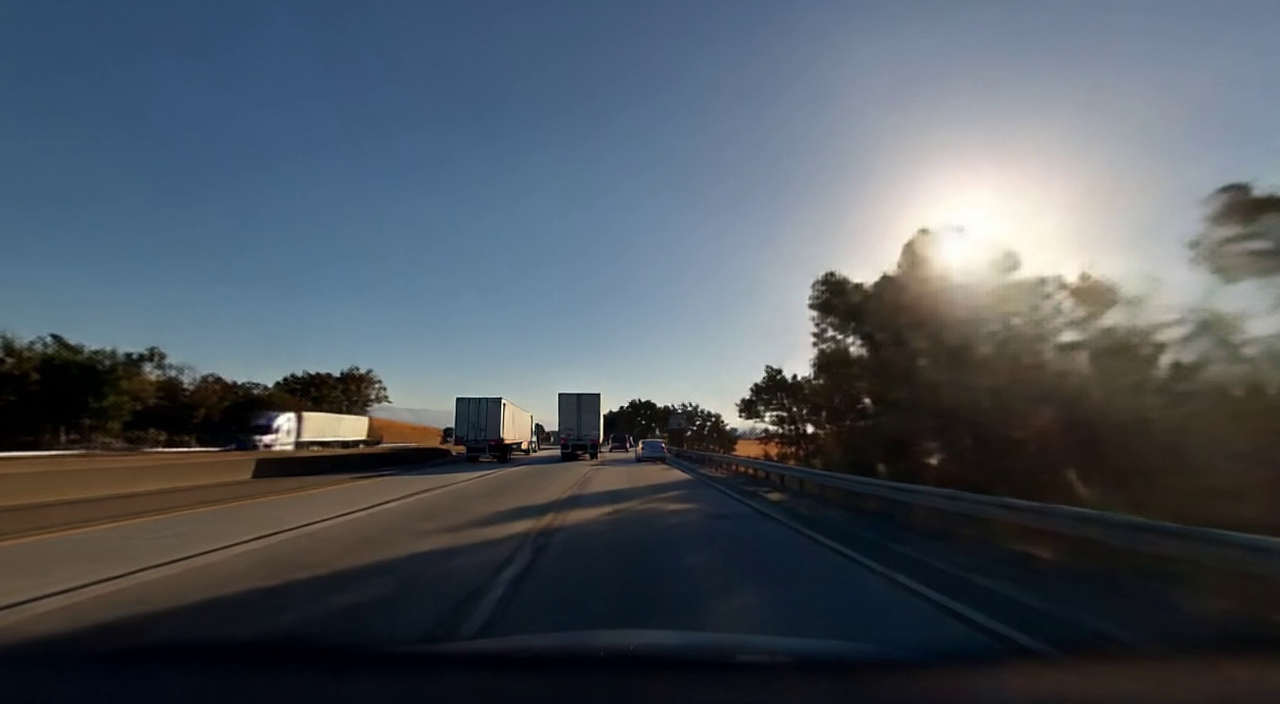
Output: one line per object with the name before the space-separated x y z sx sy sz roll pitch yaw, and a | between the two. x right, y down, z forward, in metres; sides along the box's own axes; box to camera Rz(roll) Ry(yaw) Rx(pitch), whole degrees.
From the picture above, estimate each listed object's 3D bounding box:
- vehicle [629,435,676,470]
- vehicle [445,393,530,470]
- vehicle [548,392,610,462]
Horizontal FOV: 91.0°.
vehicle | 0.507 4.538 28.670 1.891 1.477 3.599 0 -8 -3
vehicle | -7.431 4.056 31.791 2.728 3.405 7.096 0 -8 -2
vehicle | -3.984 5.572 45.446 3.475 4.037 17.454 0 -8 -2
